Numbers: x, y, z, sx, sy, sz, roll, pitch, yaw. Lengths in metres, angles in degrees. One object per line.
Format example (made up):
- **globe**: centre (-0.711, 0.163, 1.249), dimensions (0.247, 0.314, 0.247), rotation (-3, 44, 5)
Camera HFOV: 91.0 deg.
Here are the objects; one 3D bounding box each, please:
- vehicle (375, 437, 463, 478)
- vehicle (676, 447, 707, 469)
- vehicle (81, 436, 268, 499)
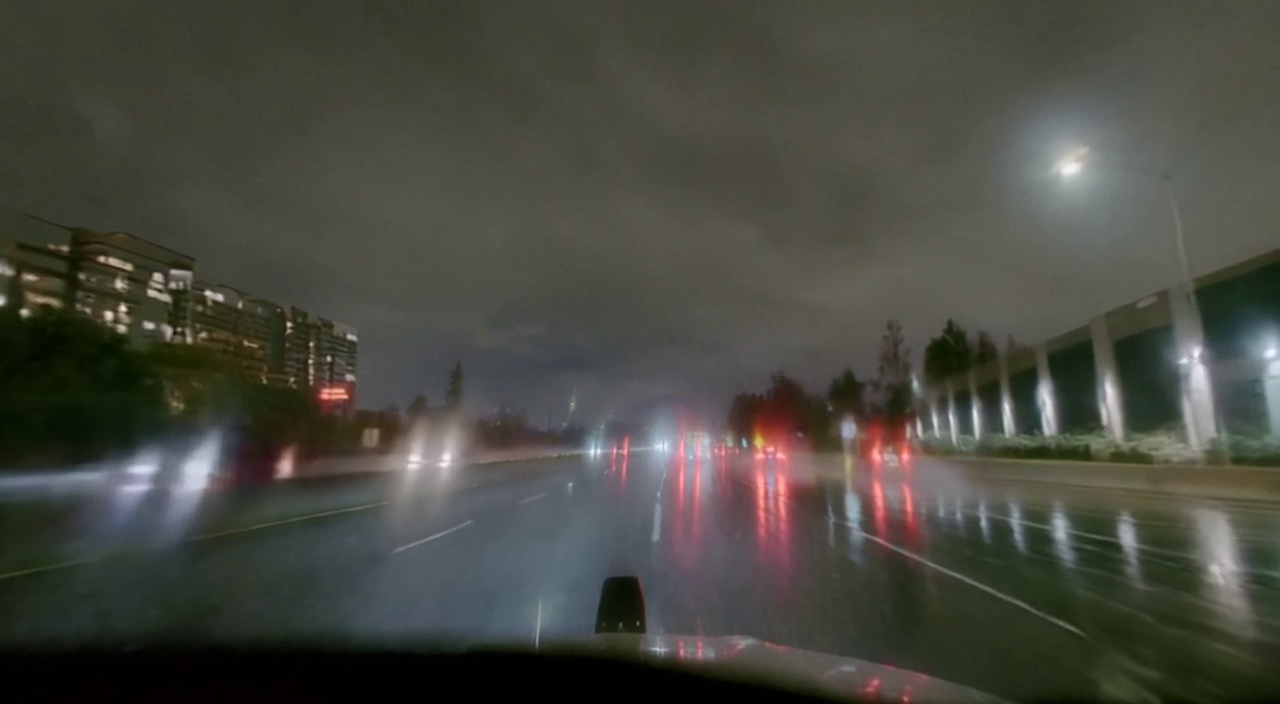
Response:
- **vehicle**: centre (-9.940, 4.795, 28.768), dimensions (2.064, 1.708, 4.688), rotation (0, -9, 3)
- **vehicle**: centre (3.706, 7.739, 46.192), dimensions (1.974, 1.557, 4.479), rotation (0, -9, 1)
- **vehicle**: centre (-14.349, 3.578, 19.924), dimensions (1.966, 1.742, 4.926), rotation (0, -9, 3)
